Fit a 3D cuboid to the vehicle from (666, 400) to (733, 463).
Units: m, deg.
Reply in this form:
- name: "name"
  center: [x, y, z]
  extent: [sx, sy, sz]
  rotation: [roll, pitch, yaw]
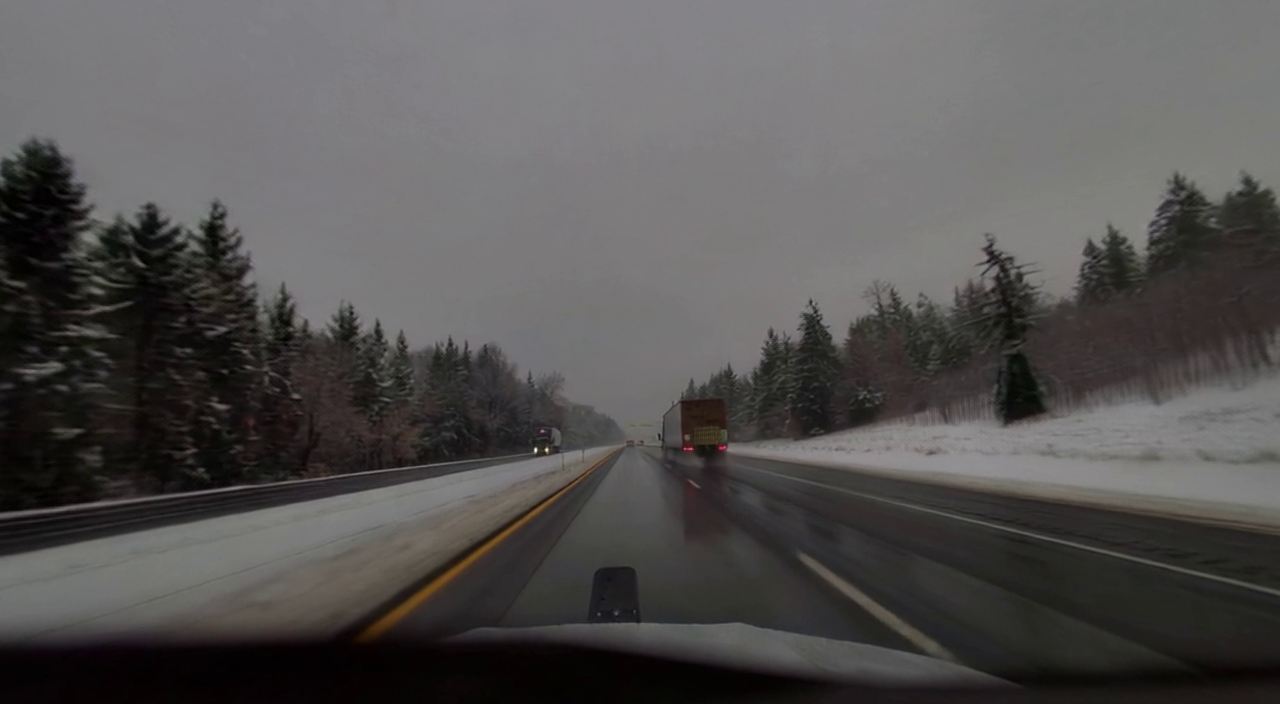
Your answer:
- name: "vehicle"
  center: [4.158, 6.156, 48.191]
  extent: [3.223, 4.082, 14.353]
  rotation: [0, -8, -2]
